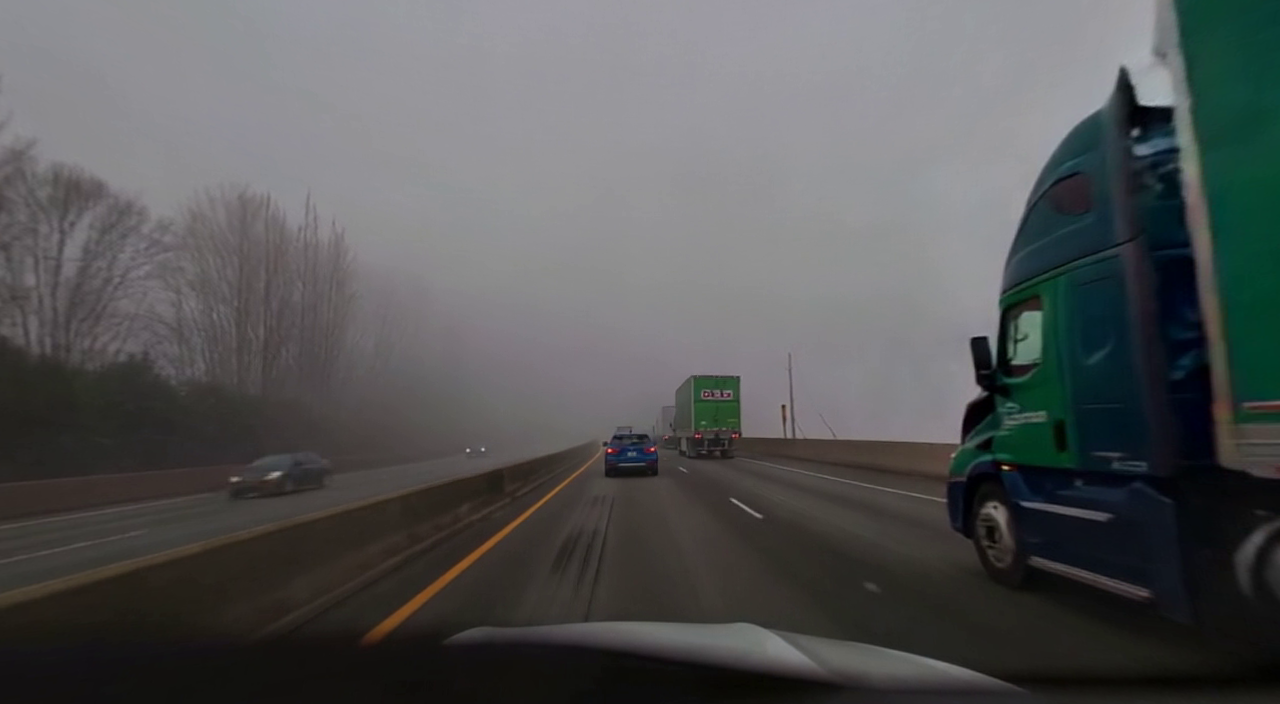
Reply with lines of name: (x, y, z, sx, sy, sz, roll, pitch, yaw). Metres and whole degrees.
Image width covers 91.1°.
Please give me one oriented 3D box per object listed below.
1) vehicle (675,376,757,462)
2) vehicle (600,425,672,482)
vehicle: (3.639, 3.590, 32.700, 2.835, 3.872, 8.916, 0, -8, -2)
vehicle: (-0.187, 3.151, 19.833, 2.062, 1.581, 3.914, 0, -8, -2)
